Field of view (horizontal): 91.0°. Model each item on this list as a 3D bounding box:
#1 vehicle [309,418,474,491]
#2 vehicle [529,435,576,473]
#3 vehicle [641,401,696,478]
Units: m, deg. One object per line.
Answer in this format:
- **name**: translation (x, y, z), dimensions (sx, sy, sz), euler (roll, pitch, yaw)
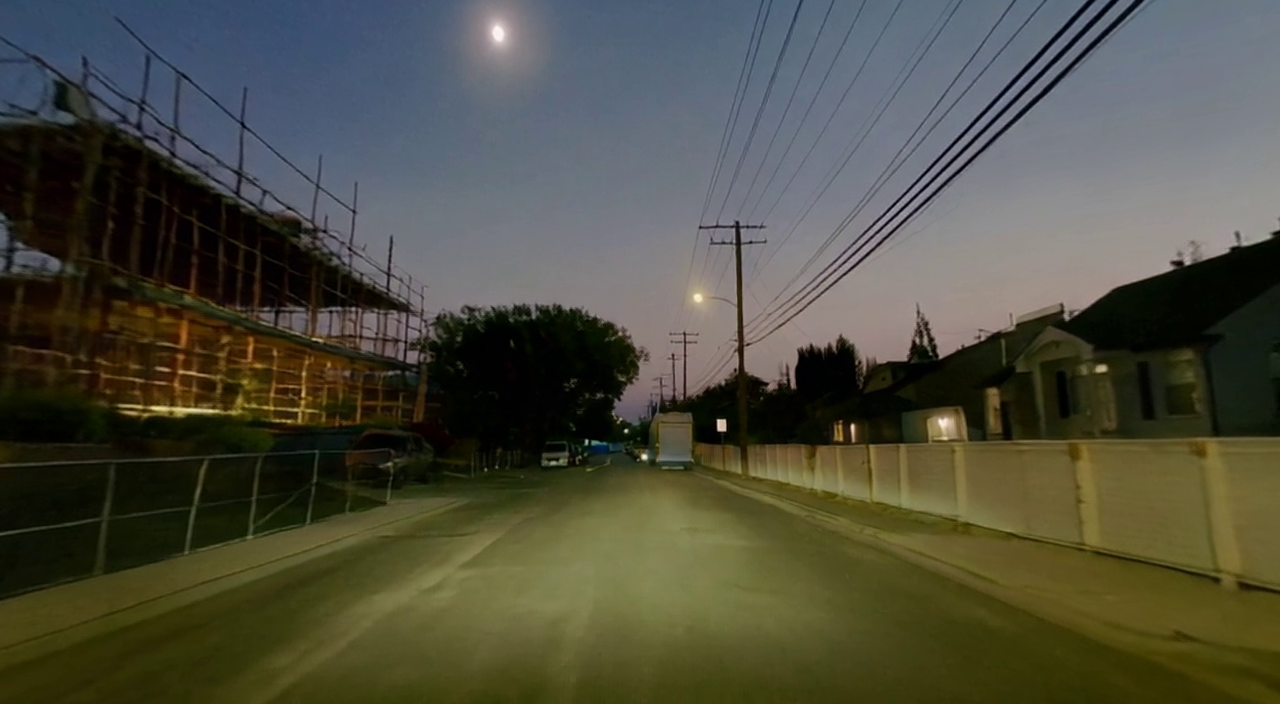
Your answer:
- **vehicle**: translation (-7.309, 3.111, 19.411), dimensions (2.238, 1.895, 5.648), euler (-1, -9, 7)
- **vehicle**: translation (-5.415, 6.332, 39.426), dimensions (2.171, 1.910, 4.789), euler (-1, -4, 1)
- **vehicle**: translation (1.699, 5.820, 40.088), dimensions (2.915, 3.793, 9.963), euler (3, -13, 2)
